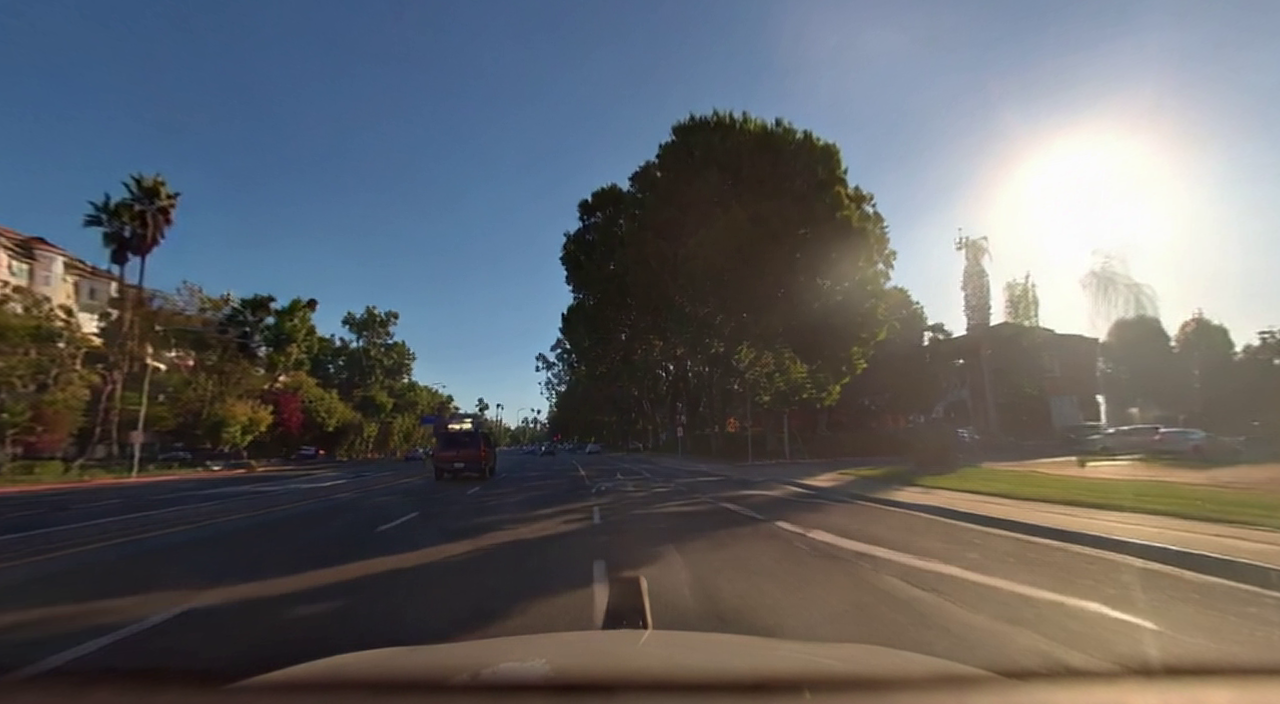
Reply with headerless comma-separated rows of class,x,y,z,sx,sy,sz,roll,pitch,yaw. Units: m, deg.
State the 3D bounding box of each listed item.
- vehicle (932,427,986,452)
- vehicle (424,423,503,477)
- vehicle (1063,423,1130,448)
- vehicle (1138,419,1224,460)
vehicle,23.972,6.604,47.052,4.646,1.768,1.990,8,-12,-42
vehicle,-7.876,4.475,28.725,2.507,2.161,6.049,1,-9,-7
vehicle,35.158,6.429,48.239,6.133,1.800,2.631,7,-11,-40
vehicle,25.499,4.164,29.529,4.520,1.746,2.295,8,-12,-41
